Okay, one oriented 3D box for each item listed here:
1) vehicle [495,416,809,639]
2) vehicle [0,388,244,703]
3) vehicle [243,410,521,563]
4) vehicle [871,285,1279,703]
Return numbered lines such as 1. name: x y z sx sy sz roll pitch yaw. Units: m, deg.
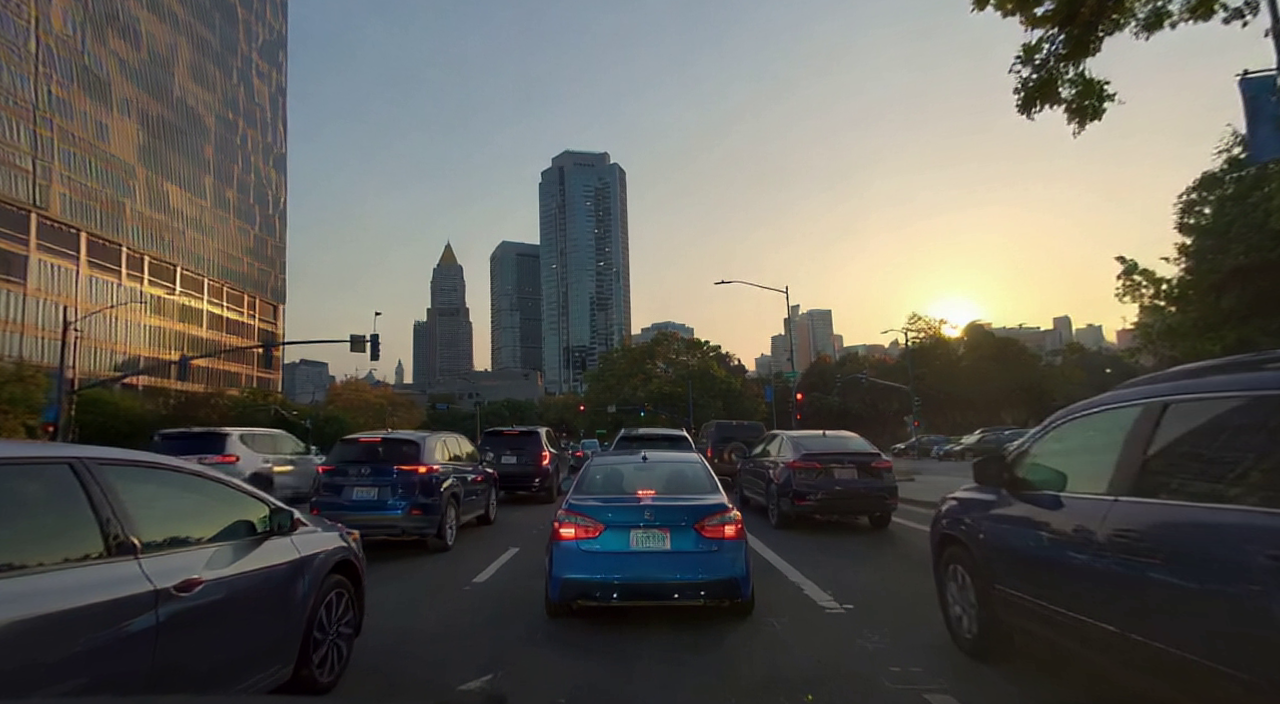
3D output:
1. vehicle: 0.079 1.508 6.382 2.147 1.507 3.953 0 -8 0
2. vehicle: -3.399 0.742 1.237 2.144 1.505 4.635 -1 -8 1
3. vehicle: -3.370 1.869 9.498 2.168 1.719 4.561 -1 -9 1
4. vehicle: 3.049 0.862 3.124 2.108 1.785 4.334 0 -9 0
